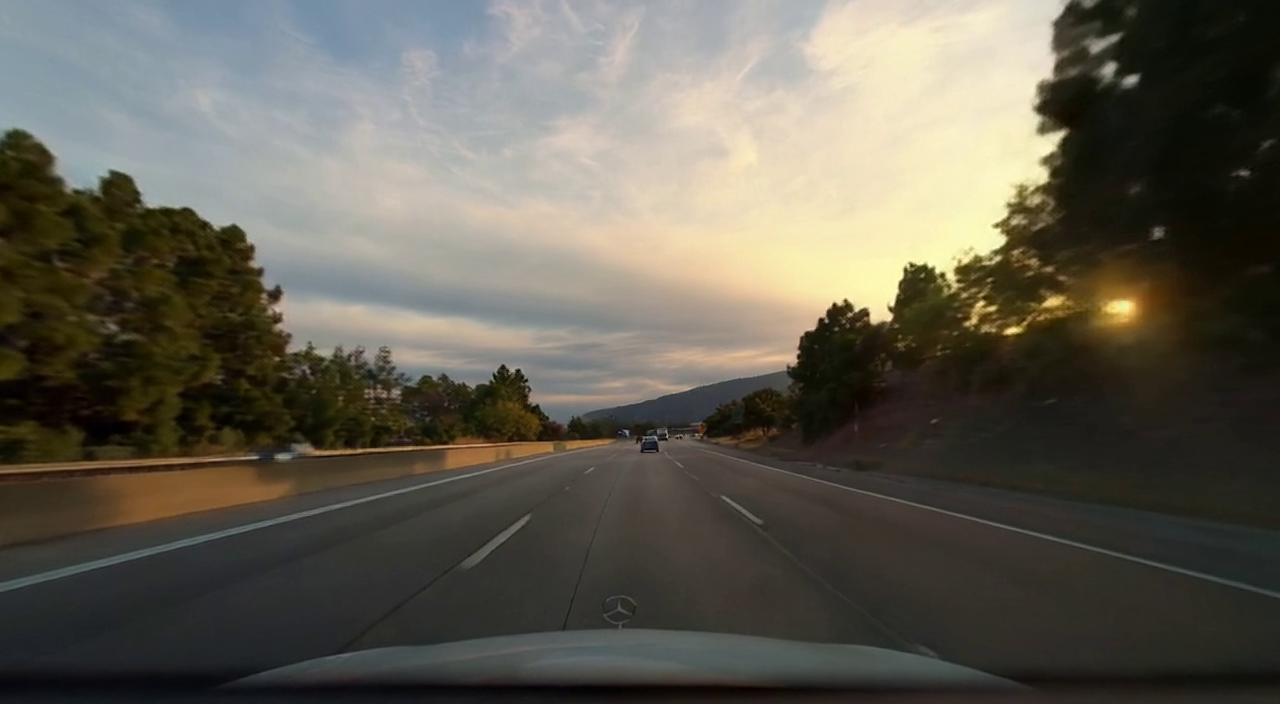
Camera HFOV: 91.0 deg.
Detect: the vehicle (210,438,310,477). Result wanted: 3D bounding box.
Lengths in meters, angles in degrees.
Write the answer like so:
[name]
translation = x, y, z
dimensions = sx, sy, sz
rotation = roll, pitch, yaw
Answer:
[vehicle]
translation = -16.123, 4.449, 26.948
dimensions = 1.827, 1.510, 3.956
rotation = 0, -8, 0
